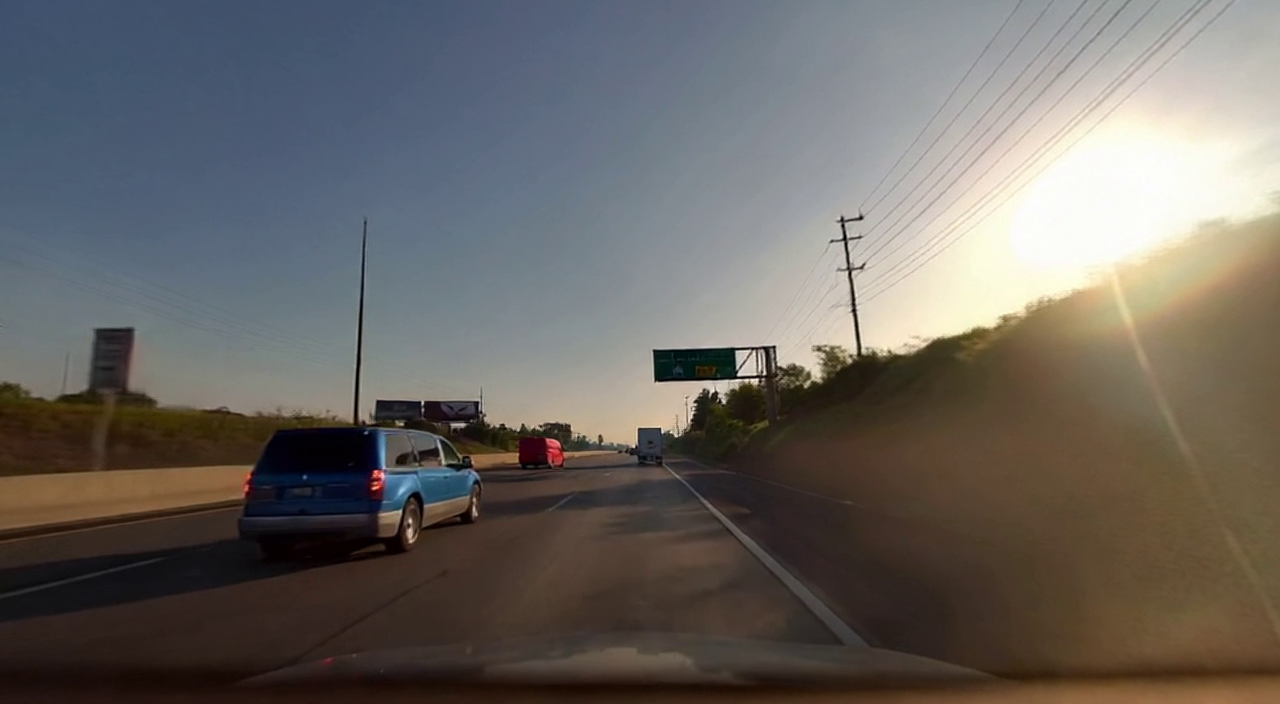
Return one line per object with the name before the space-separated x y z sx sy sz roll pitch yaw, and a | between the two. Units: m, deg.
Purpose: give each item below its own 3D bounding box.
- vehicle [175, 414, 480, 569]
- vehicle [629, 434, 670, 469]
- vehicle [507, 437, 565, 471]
vehicle | -4.146 1.929 9.528 2.145 1.730 4.729 0 -8 1
vehicle | 0.682 7.100 45.012 2.692 2.279 5.695 0 -8 1
vehicle | -6.854 6.843 42.407 2.695 2.084 6.836 0 -8 1
